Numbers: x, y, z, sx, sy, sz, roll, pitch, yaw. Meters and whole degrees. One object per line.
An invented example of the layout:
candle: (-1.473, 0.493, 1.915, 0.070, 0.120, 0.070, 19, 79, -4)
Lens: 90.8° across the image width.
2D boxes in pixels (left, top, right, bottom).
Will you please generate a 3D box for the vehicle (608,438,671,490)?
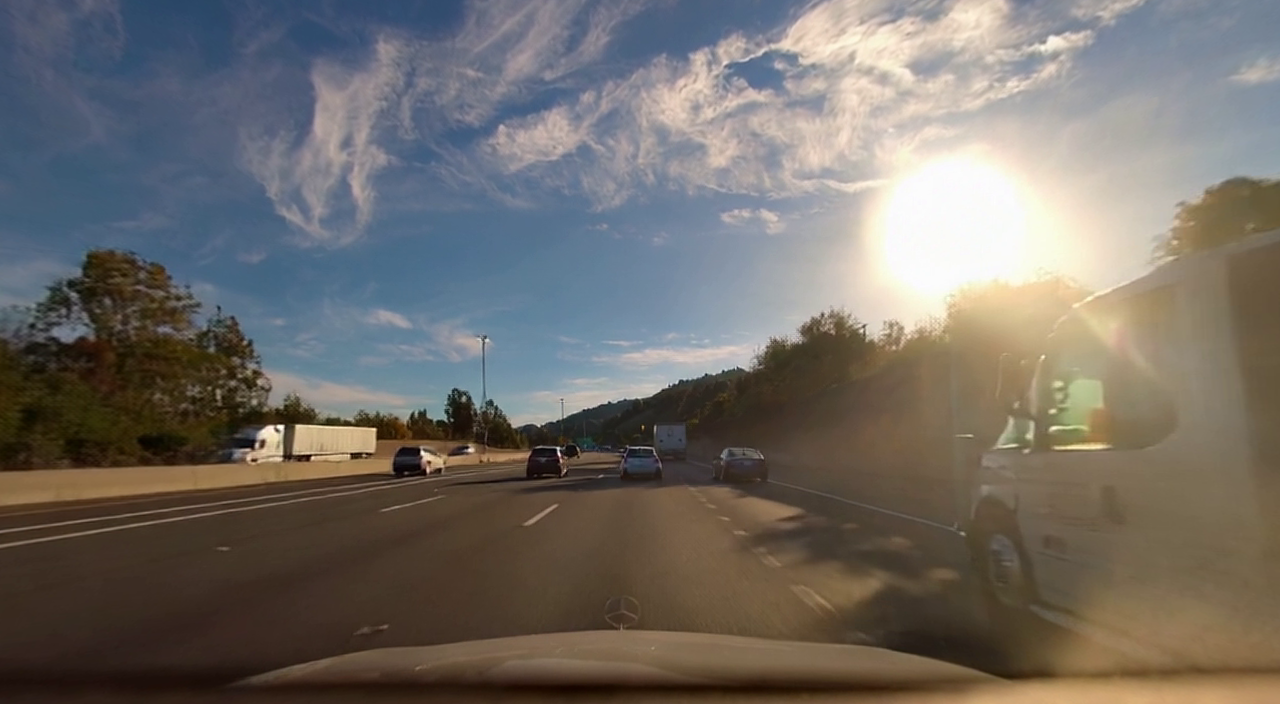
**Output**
vehicle: (-0.001, 4.103, 23.403, 2.103, 1.717, 4.399, 0, -9, 0)

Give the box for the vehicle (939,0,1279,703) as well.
vehicle: (3.766, -0.325, 0.177, 2.836, 3.508, 8.723, 0, -9, -1)

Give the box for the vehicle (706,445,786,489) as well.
vehicle: (3.886, 4.309, 24.081, 2.146, 1.482, 4.665, 0, -9, -1)

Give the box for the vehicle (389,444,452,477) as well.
vehicle: (-12.718, 6.288, 36.841, 1.946, 1.773, 4.446, 0, -9, 2)

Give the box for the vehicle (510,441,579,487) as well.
vehicle: (-3.765, 4.520, 25.838, 1.988, 1.696, 4.754, 0, -9, 1)
